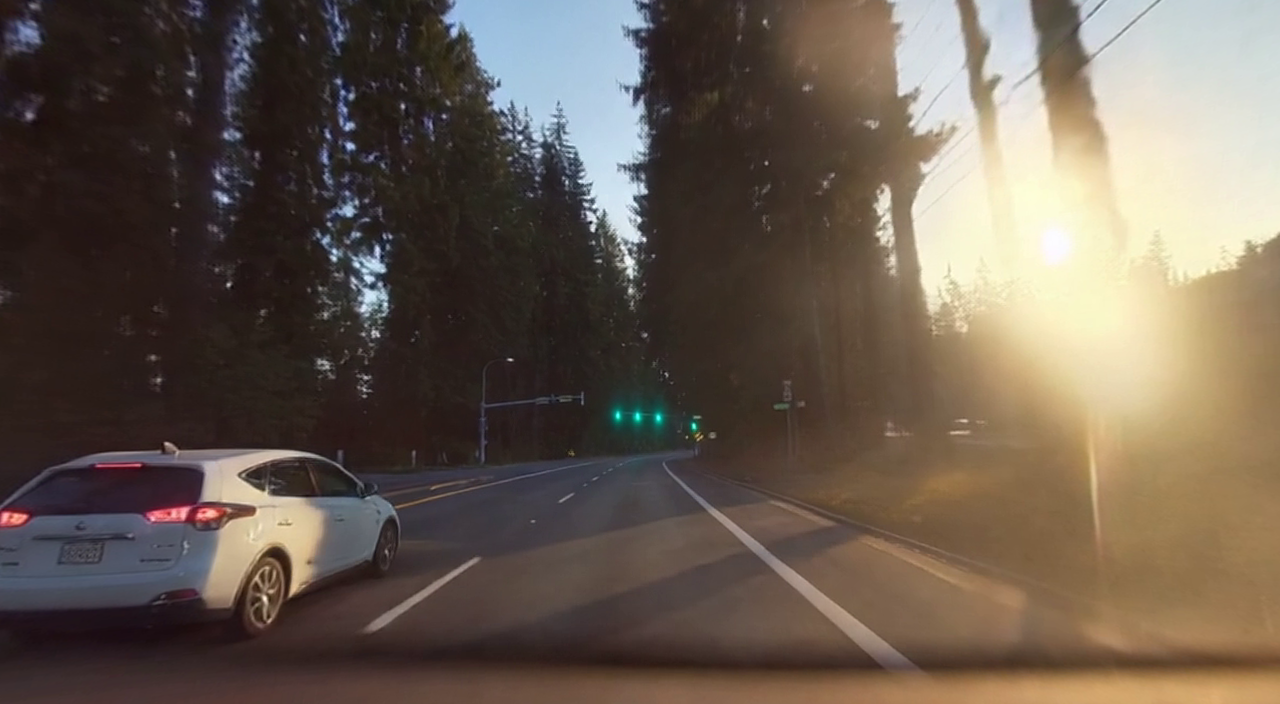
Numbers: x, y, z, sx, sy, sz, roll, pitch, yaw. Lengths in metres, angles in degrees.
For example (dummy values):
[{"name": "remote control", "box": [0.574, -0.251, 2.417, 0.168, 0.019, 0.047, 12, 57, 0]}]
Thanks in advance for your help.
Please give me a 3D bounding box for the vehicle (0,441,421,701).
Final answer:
[{"name": "vehicle", "box": [-3.706, 1.543, 5.693, 1.946, 1.437, 4.154, 0, -8, 0]}]
